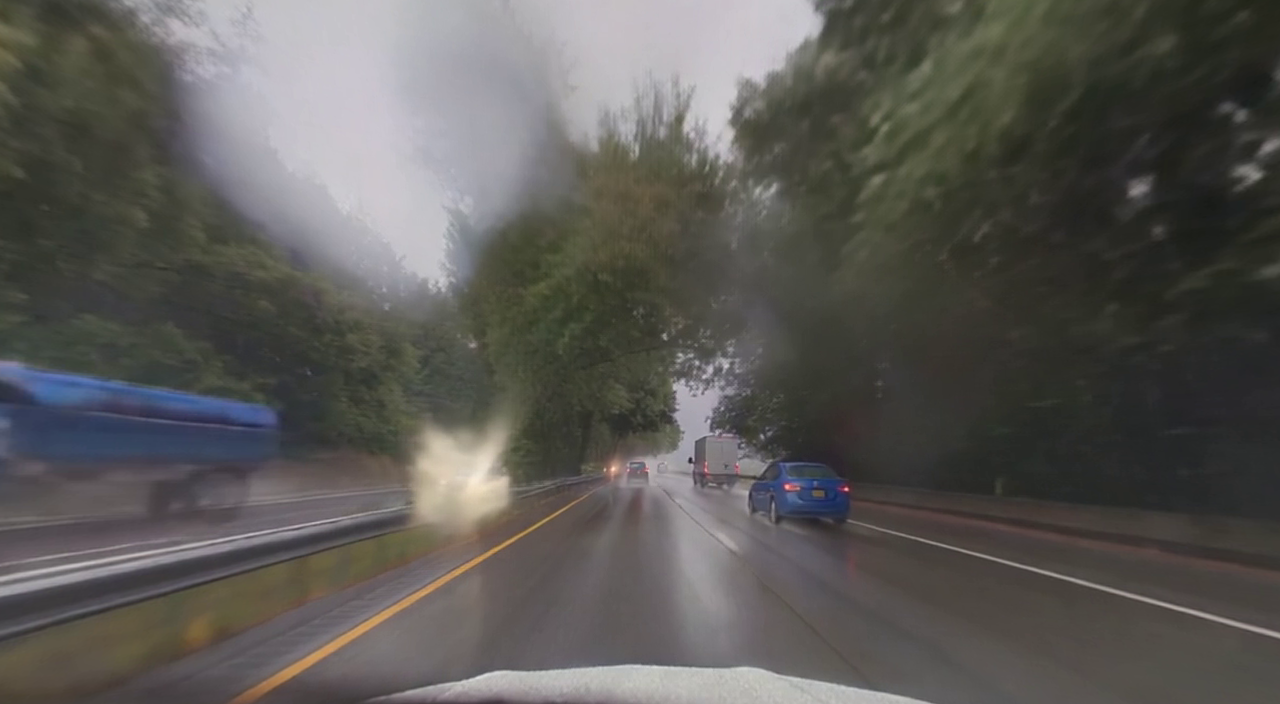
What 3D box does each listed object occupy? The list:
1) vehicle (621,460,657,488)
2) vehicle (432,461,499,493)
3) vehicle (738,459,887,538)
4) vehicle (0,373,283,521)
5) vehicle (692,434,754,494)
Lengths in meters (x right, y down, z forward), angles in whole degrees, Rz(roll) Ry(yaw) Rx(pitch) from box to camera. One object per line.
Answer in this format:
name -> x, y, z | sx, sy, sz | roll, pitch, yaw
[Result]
vehicle -> -0.016, 7.968, 41.210 | 2.212, 1.717, 4.452 | 1, -10, 0
vehicle -> -8.725, 6.320, 31.925 | 2.024, 1.471, 4.450 | 0, -10, 1
vehicle -> 3.857, 3.392, 15.156 | 2.073, 1.532, 4.969 | 1, -10, -1
vehicle -> -13.607, 2.713, 17.445 | 2.876, 3.200, 7.459 | 0, -10, 1
vehicle -> 4.544, 6.361, 35.749 | 2.563, 2.975, 6.941 | 1, -10, 0
